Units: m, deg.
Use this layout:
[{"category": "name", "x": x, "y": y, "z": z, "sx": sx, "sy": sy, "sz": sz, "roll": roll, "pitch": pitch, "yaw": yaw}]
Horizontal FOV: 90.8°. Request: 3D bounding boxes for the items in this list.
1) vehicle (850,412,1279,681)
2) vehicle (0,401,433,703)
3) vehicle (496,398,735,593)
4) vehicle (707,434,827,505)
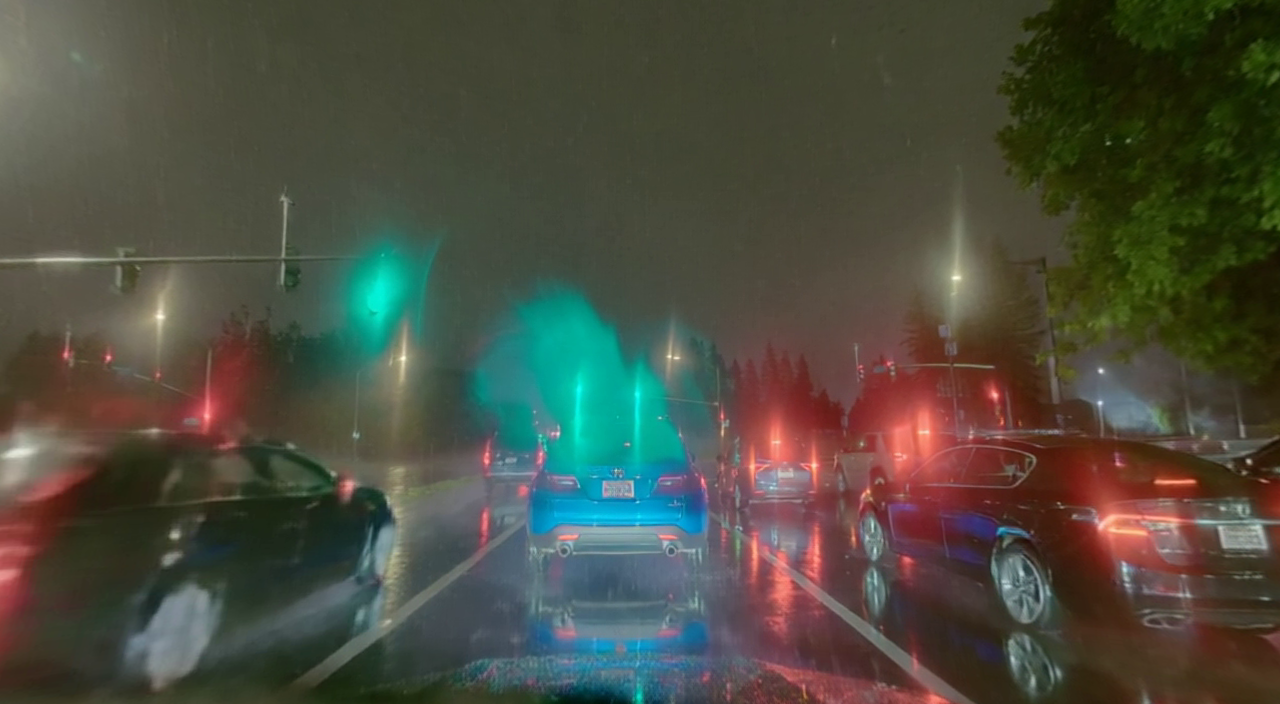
[{"category": "vehicle", "x": 3.618, "y": 1.394, "z": 5.696, "sx": 1.861, "sy": 1.478, "sz": 4.185, "roll": 0, "pitch": -8, "yaw": -2}, {"category": "vehicle", "x": -3.168, "y": 1.241, "z": 4.363, "sx": 2.077, "sy": 1.493, "sz": 4.281, "roll": 0, "pitch": -9, "yaw": -1}, {"category": "vehicle", "x": -0.273, "y": 1.557, "z": 7.616, "sx": 2.101, "sy": 1.707, "sz": 3.904, "roll": 0, "pitch": -8, "yaw": -2}, {"category": "vehicle", "x": 2.974, "y": 2.855, "z": 15.769, "sx": 1.950, "sy": 1.506, "sz": 4.086, "roll": 0, "pitch": -8, "yaw": -3}]
